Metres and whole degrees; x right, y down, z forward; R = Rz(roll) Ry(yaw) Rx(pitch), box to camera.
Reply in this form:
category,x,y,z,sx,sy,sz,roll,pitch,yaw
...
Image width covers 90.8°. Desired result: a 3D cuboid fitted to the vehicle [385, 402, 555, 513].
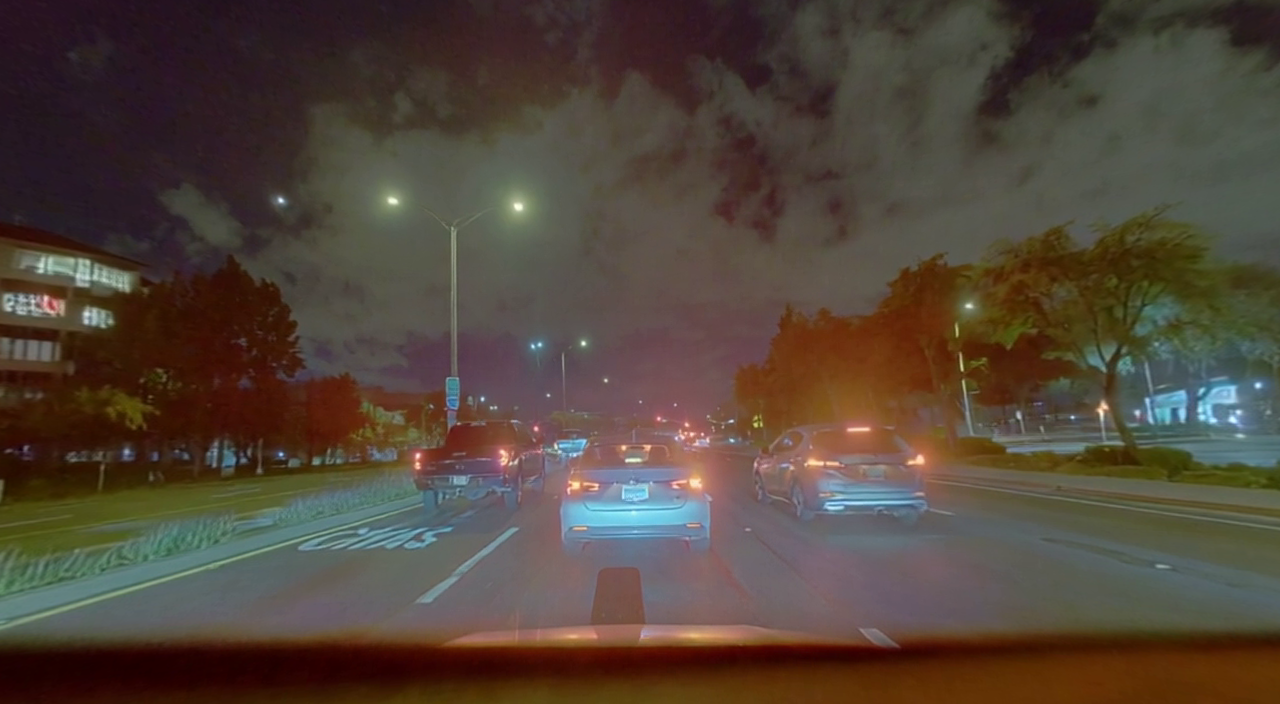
category,x,y,z,sx,sy,sz,roll,pitch,yaw
vehicle,-3.453,2.319,14.259,2.301,1.985,5.531,0,-8,0

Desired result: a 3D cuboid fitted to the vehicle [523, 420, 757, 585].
category,x,y,z,sx,sy,sz,roll,pitch,yaw
vehicle,-0.066,1.665,7.804,2.126,1.475,3.967,0,-8,-2

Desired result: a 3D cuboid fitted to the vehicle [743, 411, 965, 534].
category,x,y,z,sx,sy,sz,roll,pitch,yaw
vehicle,3.331,2.000,11.097,2.092,1.658,4.814,0,-8,-1
